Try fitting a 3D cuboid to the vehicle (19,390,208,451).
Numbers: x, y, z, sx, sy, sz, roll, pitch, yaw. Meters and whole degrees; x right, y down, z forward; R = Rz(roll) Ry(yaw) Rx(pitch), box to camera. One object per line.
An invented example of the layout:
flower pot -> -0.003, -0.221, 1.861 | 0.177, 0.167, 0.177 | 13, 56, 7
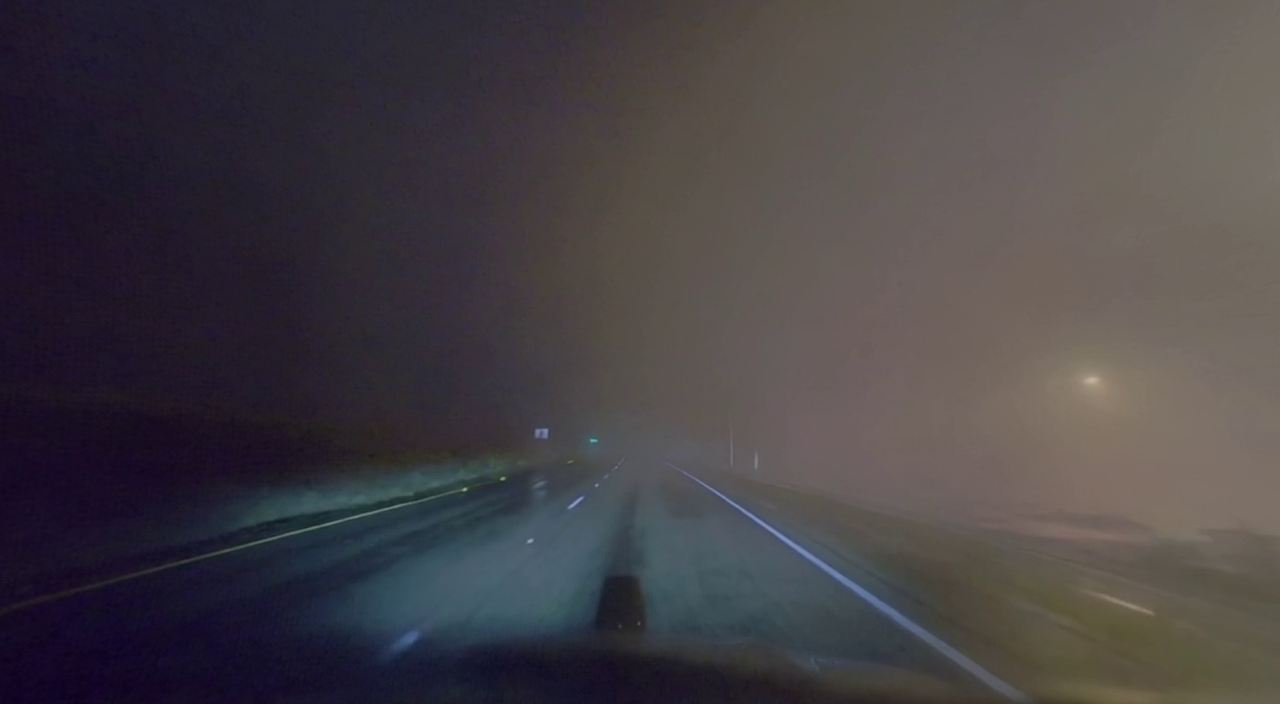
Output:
vehicle -> -18.193, 2.517, 22.137 | 2.306, 1.894, 4.871 | 0, -9, 1
